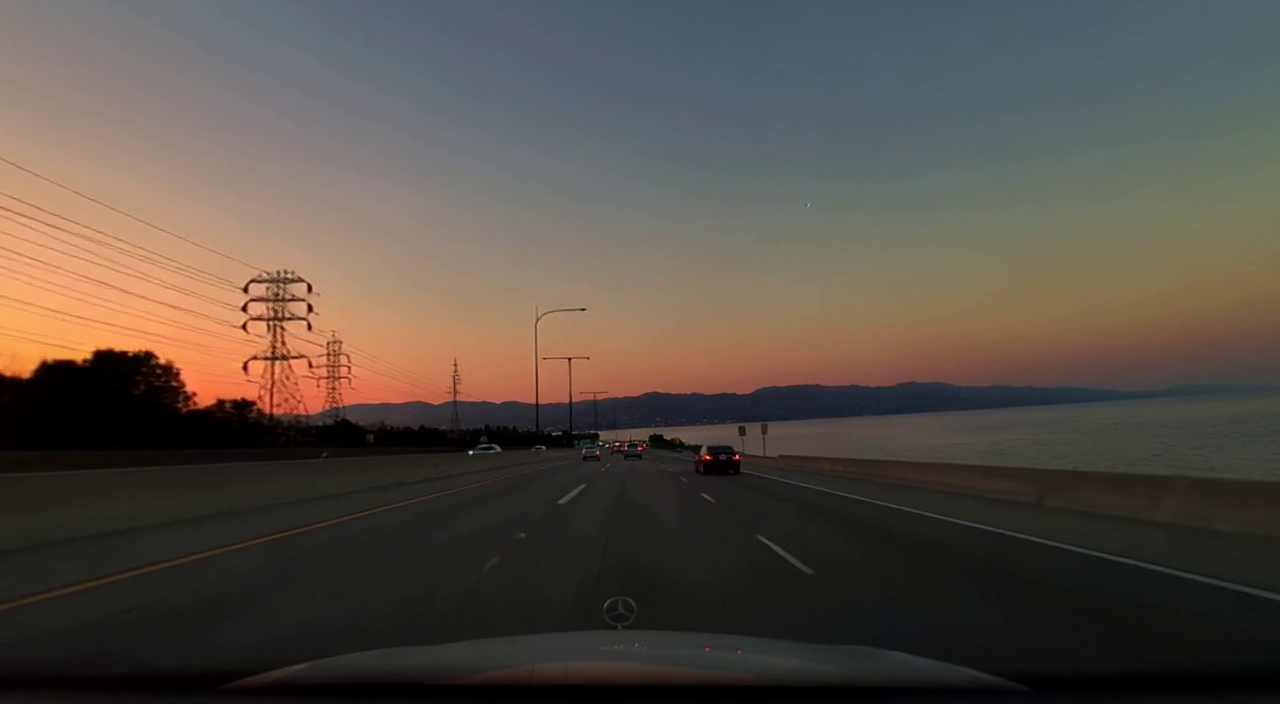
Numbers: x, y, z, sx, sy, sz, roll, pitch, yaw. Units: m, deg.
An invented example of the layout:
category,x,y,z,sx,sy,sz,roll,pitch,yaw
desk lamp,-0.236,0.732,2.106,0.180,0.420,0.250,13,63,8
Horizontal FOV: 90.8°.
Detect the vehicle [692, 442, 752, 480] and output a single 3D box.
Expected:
category,x,y,z,sx,sy,sz,roll,pitch,yaw
vehicle,3.454,4.703,27.452,1.890,1.490,4.373,0,-9,-1
